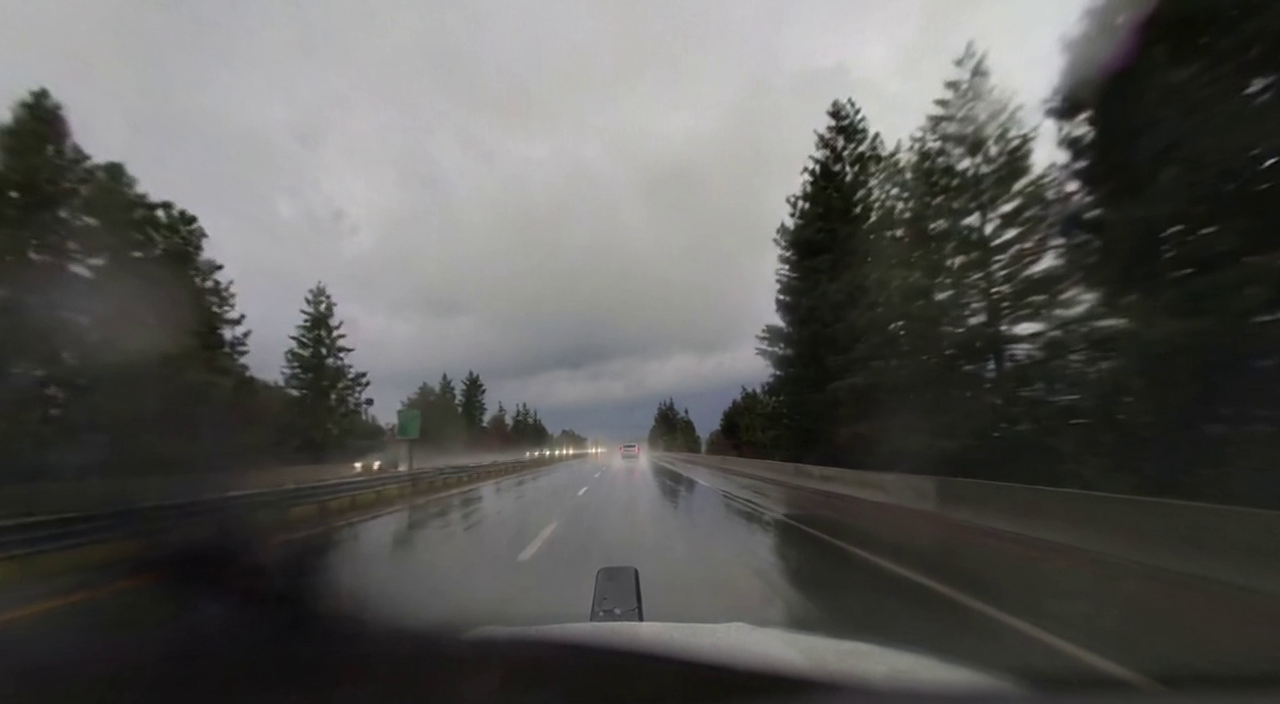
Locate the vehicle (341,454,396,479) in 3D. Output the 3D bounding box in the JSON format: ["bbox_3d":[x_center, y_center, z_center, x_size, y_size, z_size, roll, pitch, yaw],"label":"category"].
[{"bbox_3d":[-17.144,7.197,39.746,1.611,1.444,4.246,0,-9,-1],"label":"vehicle"}]
